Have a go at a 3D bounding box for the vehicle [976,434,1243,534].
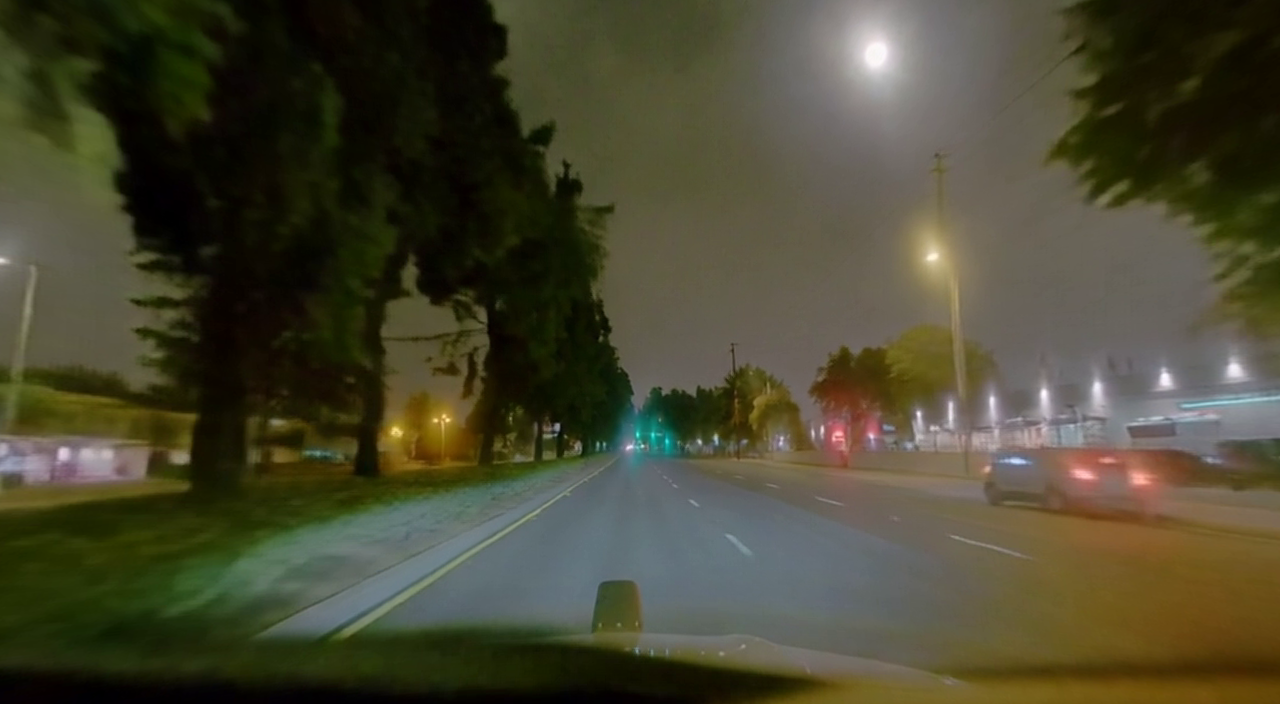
[{"bbox_3d":[9.659,2.718,13.672,2.159,1.767,4.617,0,-9,-1],"label":"vehicle"}]
